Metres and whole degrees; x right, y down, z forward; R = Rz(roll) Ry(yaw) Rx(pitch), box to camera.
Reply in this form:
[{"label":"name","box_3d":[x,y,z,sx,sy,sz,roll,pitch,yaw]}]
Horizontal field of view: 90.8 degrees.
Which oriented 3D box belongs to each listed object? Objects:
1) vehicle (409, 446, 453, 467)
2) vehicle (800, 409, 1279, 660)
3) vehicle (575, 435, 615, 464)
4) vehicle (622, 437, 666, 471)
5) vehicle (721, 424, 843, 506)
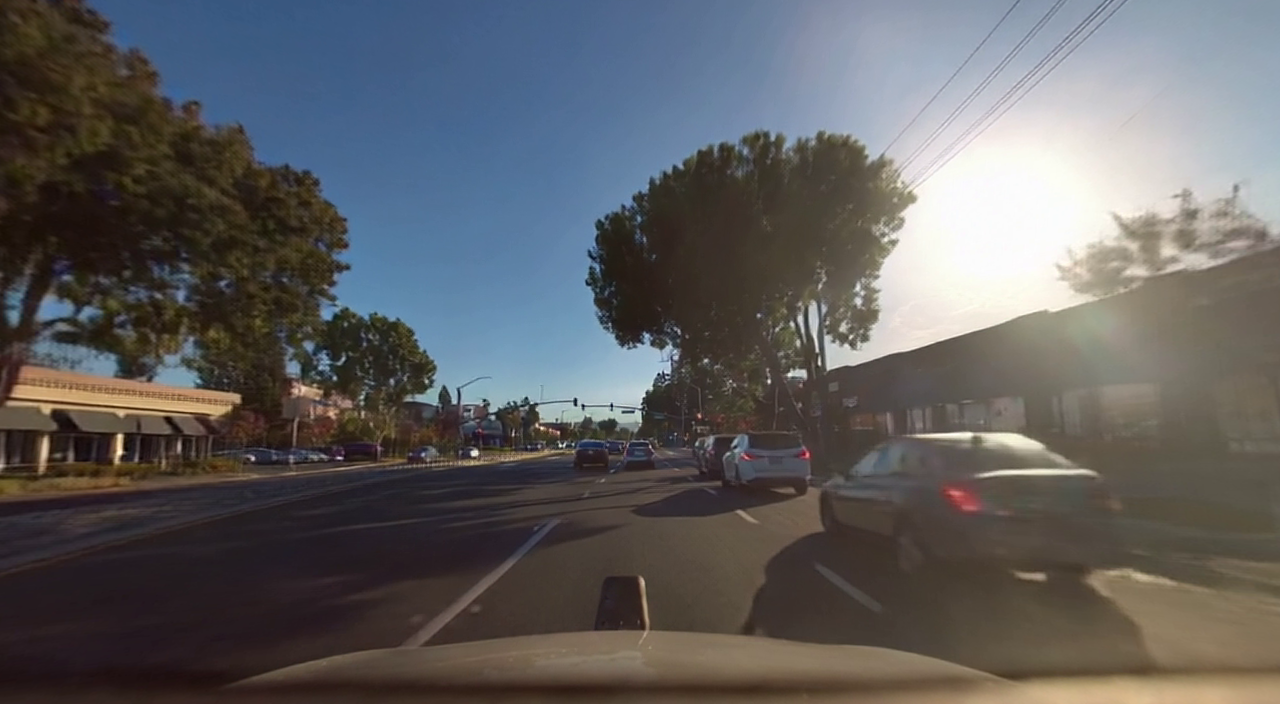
[{"label":"vehicle","box_3d":[-15.535,7.798,47.238,1.846,1.433,4.274,0,-8,0]},{"label":"vehicle","box_3d":[3.125,1.440,6.188,1.864,1.484,4.662,0,-8,0]},{"label":"vehicle","box_3d":[-2.905,6.456,41.862,2.280,1.810,4.903,0,-8,0]},{"label":"vehicle","box_3d":[0.159,5.054,31.399,2.023,1.532,3.891,0,-8,-1]},{"label":"vehicle","box_3d":[3.248,2.704,15.545,2.037,1.673,4.844,-1,-8,2]}]
